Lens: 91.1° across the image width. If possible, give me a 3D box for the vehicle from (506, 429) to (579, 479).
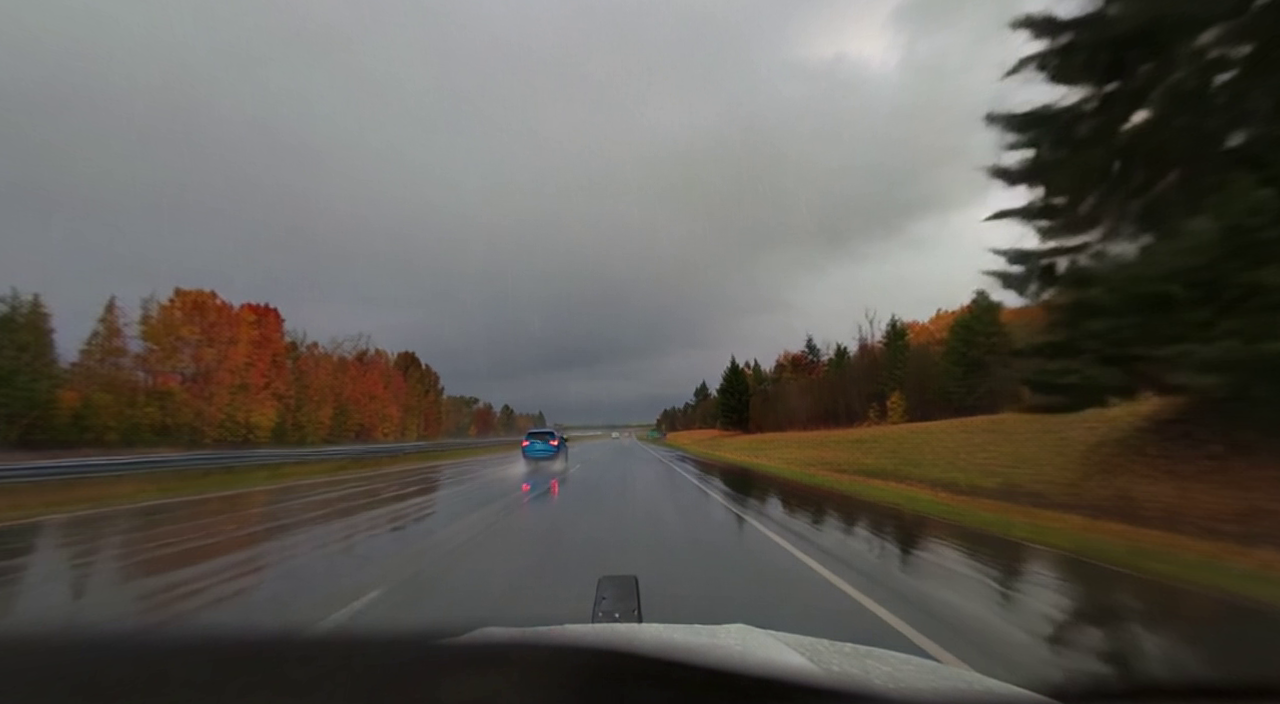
[{"bbox_3d":[-3.531,3.779,23.600,2.057,1.666,4.552,0,-8,-1],"label":"vehicle"}]
